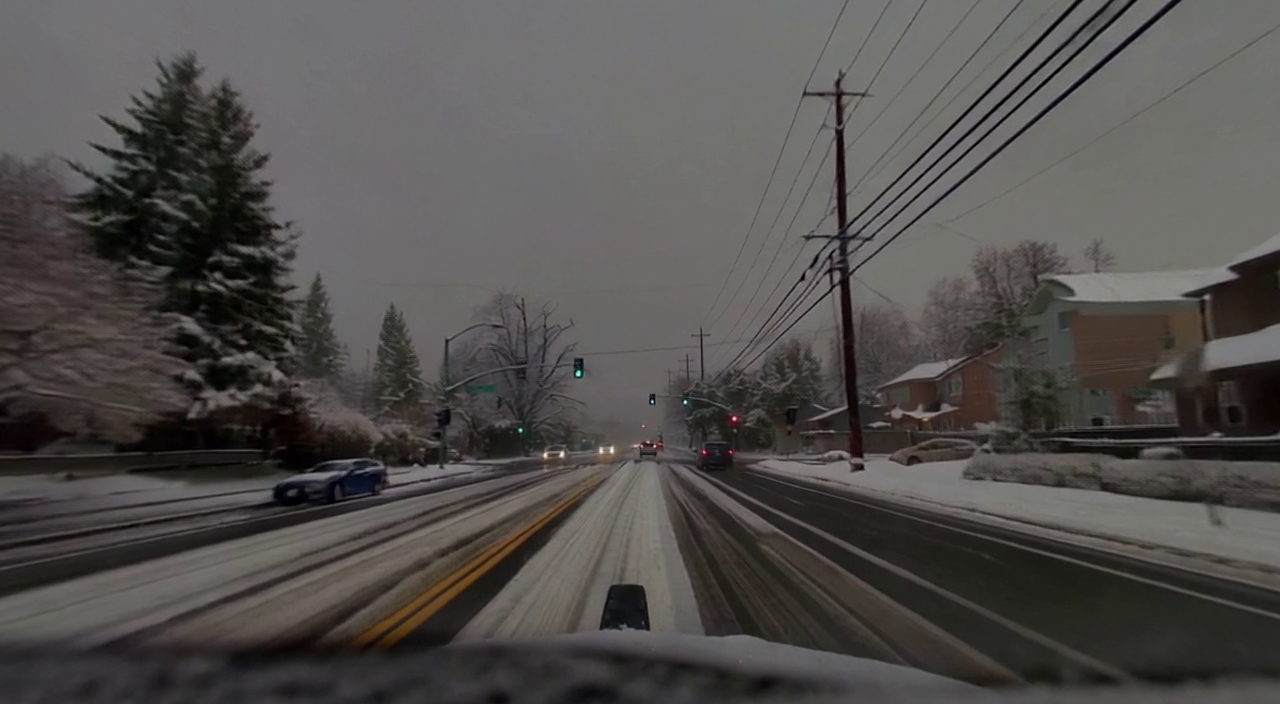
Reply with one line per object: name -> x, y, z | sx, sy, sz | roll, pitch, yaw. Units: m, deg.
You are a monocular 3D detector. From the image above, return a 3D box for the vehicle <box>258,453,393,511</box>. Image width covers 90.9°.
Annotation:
vehicle -> -10.032, 4.132, 20.611 | 2.032, 1.452, 4.656 | -2, -7, 0

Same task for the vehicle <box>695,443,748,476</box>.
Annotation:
vehicle -> 3.855, 5.186, 30.688 | 1.951, 1.479, 4.487 | 0, -8, -1

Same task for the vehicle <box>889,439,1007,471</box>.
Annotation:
vehicle -> 15.011, 5.030, 30.824 | 4.838, 1.474, 1.873 | 1, -8, -6
